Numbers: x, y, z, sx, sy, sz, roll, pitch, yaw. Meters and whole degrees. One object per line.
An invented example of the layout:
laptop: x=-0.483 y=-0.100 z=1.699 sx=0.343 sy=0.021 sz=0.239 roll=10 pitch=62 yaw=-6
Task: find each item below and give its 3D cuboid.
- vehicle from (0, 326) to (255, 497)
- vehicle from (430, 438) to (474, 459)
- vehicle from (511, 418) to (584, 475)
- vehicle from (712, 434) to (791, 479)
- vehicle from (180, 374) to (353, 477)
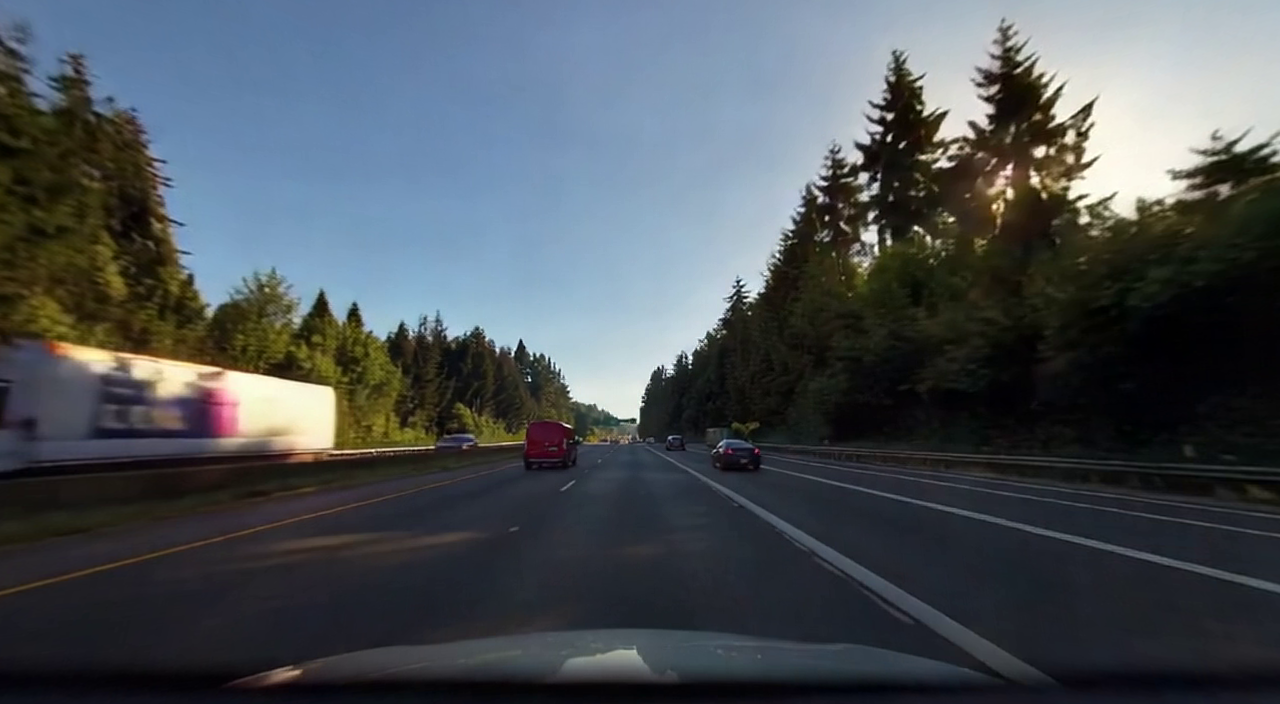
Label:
vehicle: x=-15.937 y=1.883 z=18.282 sx=2.954 sy=3.813 sz=10.753 roll=0 pitch=-8 yaw=-1
vehicle: x=-12.783 y=6.558 z=43.066 sx=1.789 sy=1.377 sz=3.840 roll=0 pitch=-8 yaw=0
vehicle: x=-3.584 y=3.767 z=25.414 sx=2.275 sy=2.053 sz=5.082 roll=0 pitch=-8 yaw=-1
vehicle: x=3.879 y=3.685 z=22.646 sx=2.020 sy=1.464 sz=3.803 roll=0 pitch=-8 yaw=-2
vehicle: x=-16.276 y=3.384 z=28.540 sx=2.838 sy=3.917 sz=8.722 roll=1 pitch=-8 yaw=-4
